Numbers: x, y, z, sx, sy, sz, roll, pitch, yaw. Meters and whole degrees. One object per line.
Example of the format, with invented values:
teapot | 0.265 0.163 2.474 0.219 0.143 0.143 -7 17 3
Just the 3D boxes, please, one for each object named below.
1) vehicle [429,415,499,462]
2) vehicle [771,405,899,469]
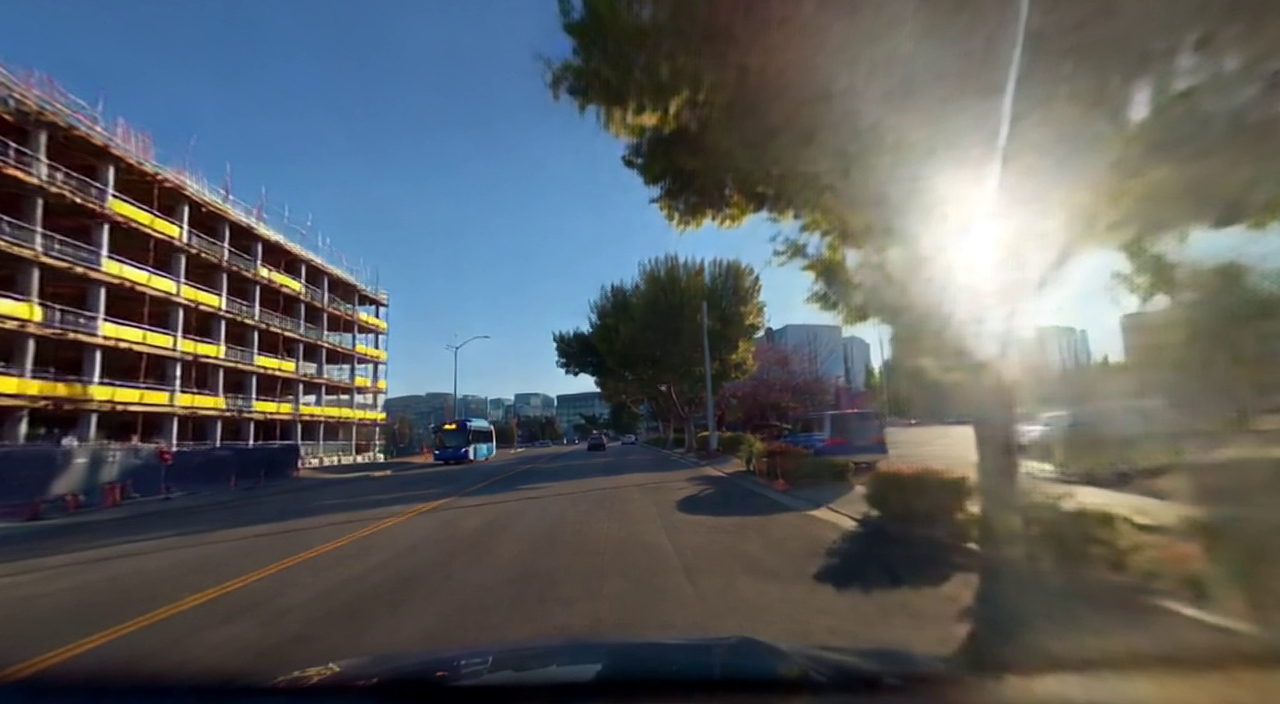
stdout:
vehicle | -11.455 5.728 41.809 2.979 2.803 5.962 -1 -8 -1
vehicle | 6.531 3.009 22.091 2.267 1.911 5.816 1 -8 -4
